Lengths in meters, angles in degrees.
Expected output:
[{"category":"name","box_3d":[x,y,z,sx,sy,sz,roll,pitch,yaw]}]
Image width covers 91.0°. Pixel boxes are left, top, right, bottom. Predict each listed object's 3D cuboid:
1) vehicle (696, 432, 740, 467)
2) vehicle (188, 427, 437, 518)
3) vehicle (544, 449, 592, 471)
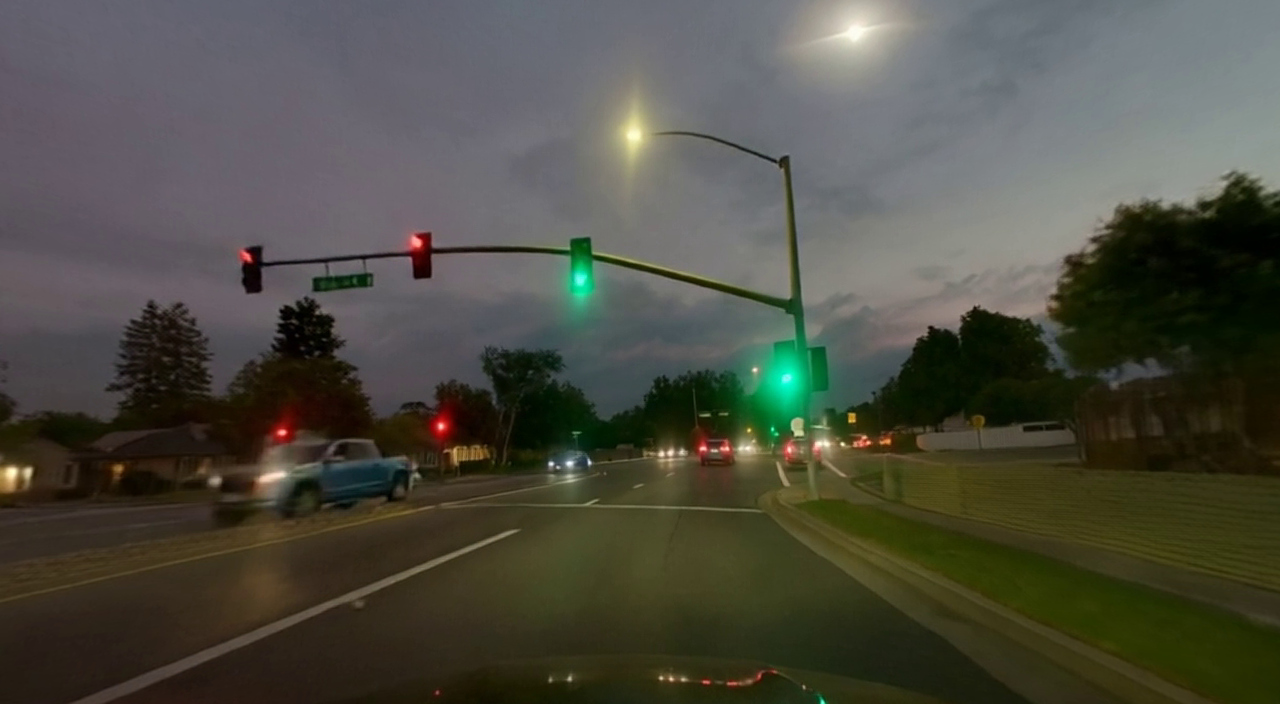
[{"category":"vehicle","box_3d":[4.650,5.722,36.973,2.059,1.908,4.714,-2,-9,12]},{"category":"vehicle","box_3d":[-8.666,3.265,17.900,2.369,2.041,6.995,-2,-9,11]},{"category":"vehicle","box_3d":[-5.227,7.965,46.596,1.916,1.484,4.867,-2,-9,14]}]
